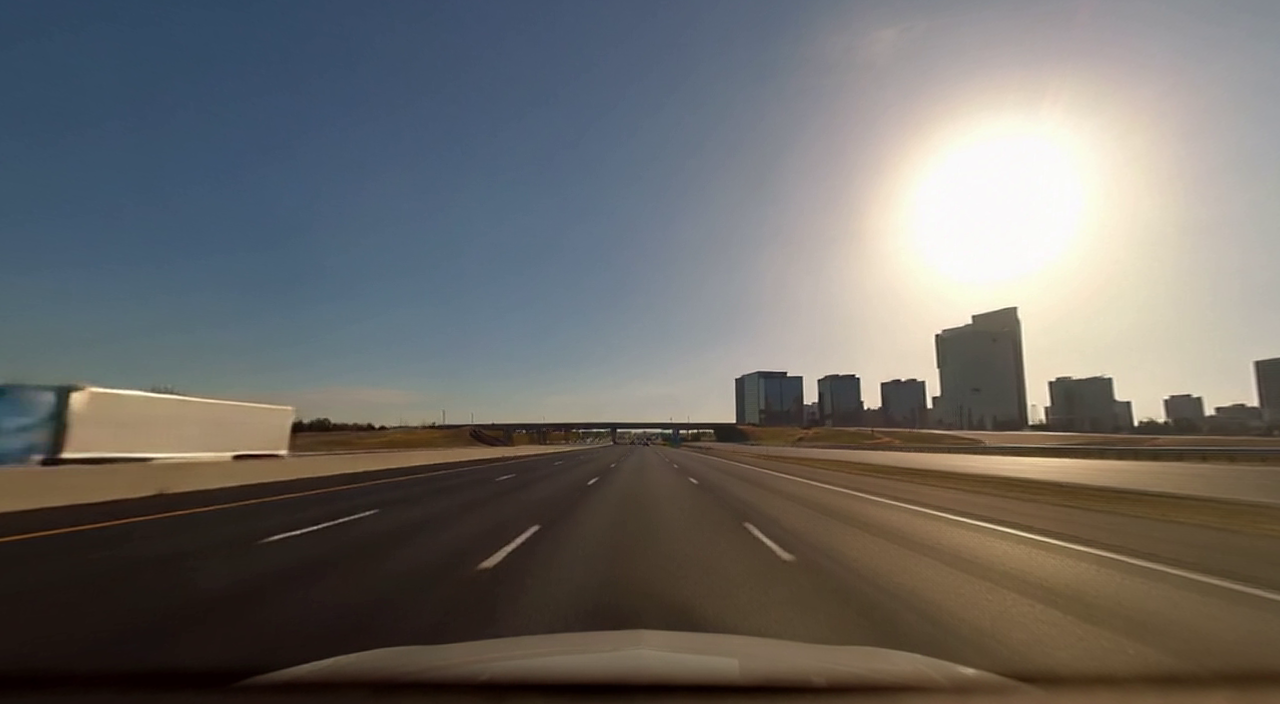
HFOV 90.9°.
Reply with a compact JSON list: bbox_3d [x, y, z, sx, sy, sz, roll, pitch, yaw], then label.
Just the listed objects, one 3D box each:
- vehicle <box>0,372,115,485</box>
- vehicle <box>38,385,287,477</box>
[{"bbox_3d":[-23.330,2.824,22.872,3.270,3.762,5.908,0,-8,0],"label":"vehicle"},{"bbox_3d":[-23.360,4.209,32.563,2.818,3.806,12.794,0,-8,0],"label":"vehicle"}]
